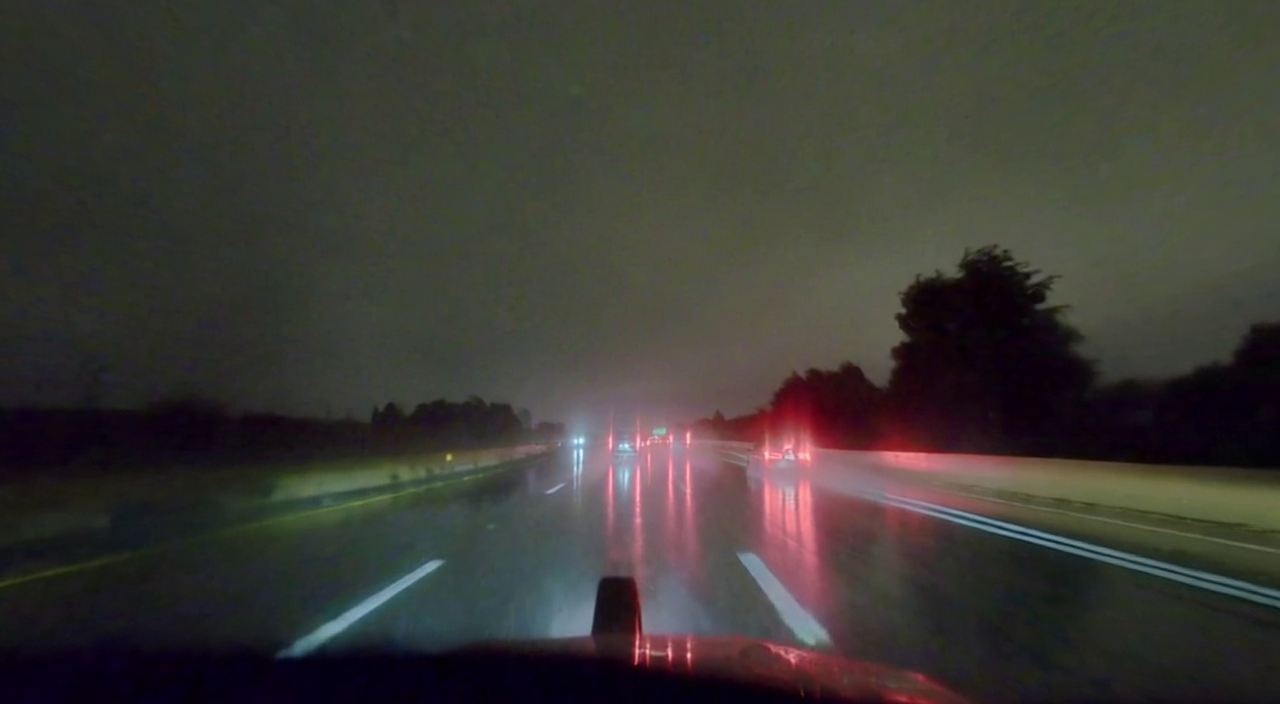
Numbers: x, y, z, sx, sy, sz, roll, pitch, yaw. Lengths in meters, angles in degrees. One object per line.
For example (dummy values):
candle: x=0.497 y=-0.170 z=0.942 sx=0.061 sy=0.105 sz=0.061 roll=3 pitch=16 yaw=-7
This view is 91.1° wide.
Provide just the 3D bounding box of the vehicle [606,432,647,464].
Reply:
vehicle: x=-0.713 y=5.124 z=33.899 sx=2.039 sy=1.589 sz=4.324 roll=0 pitch=-8 yaw=-1
